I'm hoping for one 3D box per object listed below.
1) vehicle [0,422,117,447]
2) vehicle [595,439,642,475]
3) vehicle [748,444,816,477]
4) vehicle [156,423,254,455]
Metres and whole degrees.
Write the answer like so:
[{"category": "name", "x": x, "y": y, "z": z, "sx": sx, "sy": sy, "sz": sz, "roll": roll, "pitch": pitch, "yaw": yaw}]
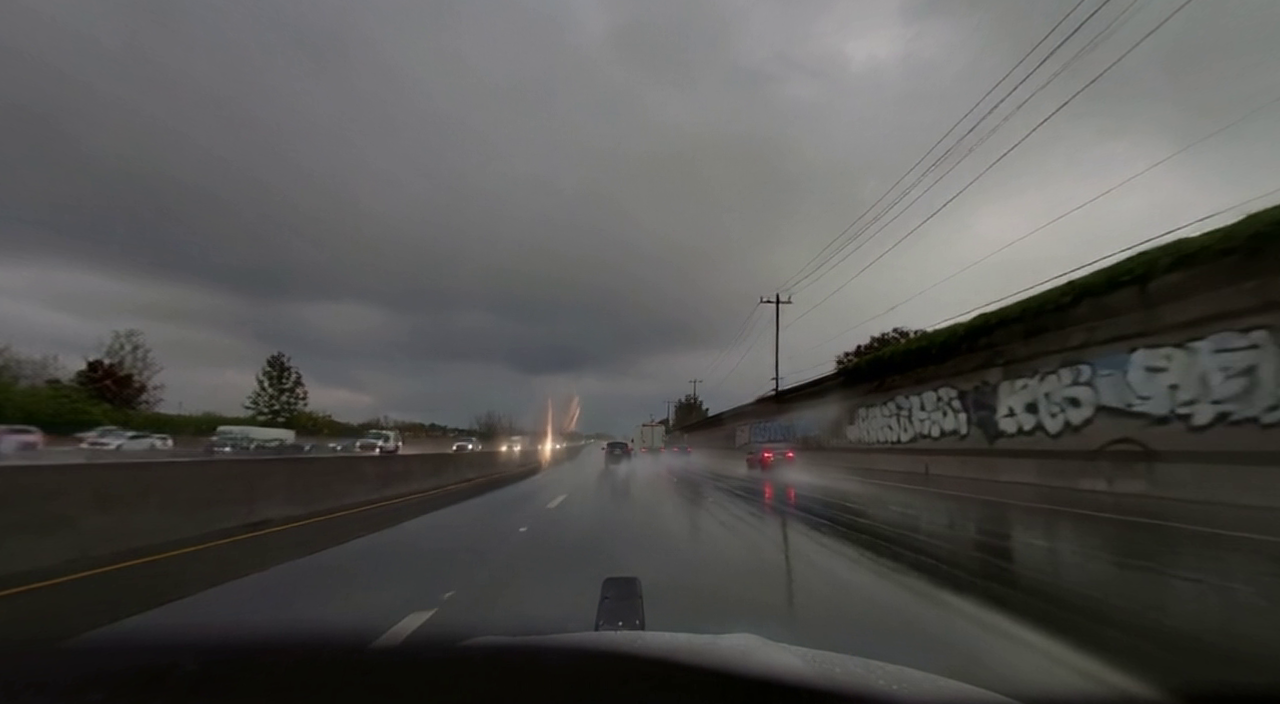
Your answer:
[{"category": "vehicle", "x": -30.719, "y": 4.366, "z": 33.258, "sx": 4.589, "sy": 1.209, "sz": 2.187, "roll": 5, "pitch": -10, "yaw": -32}, {"category": "vehicle", "x": -1.053, "y": 5.220, "z": 31.481, "sx": 2.191, "sy": 1.685, "sz": 3.353, "roll": 0, "pitch": -9, "yaw": -2}, {"category": "vehicle", "x": 6.797, "y": 5.250, "z": 30.831, "sx": 2.018, "sy": 1.451, "sz": 4.762, "roll": 0, "pitch": -9, "yaw": -2}, {"category": "vehicle", "x": -31.592, "y": 6.352, "z": 45.965, "sx": 5.594, "sy": 2.183, "sz": 2.388, "roll": 6, "pitch": -11, "yaw": -36}]
